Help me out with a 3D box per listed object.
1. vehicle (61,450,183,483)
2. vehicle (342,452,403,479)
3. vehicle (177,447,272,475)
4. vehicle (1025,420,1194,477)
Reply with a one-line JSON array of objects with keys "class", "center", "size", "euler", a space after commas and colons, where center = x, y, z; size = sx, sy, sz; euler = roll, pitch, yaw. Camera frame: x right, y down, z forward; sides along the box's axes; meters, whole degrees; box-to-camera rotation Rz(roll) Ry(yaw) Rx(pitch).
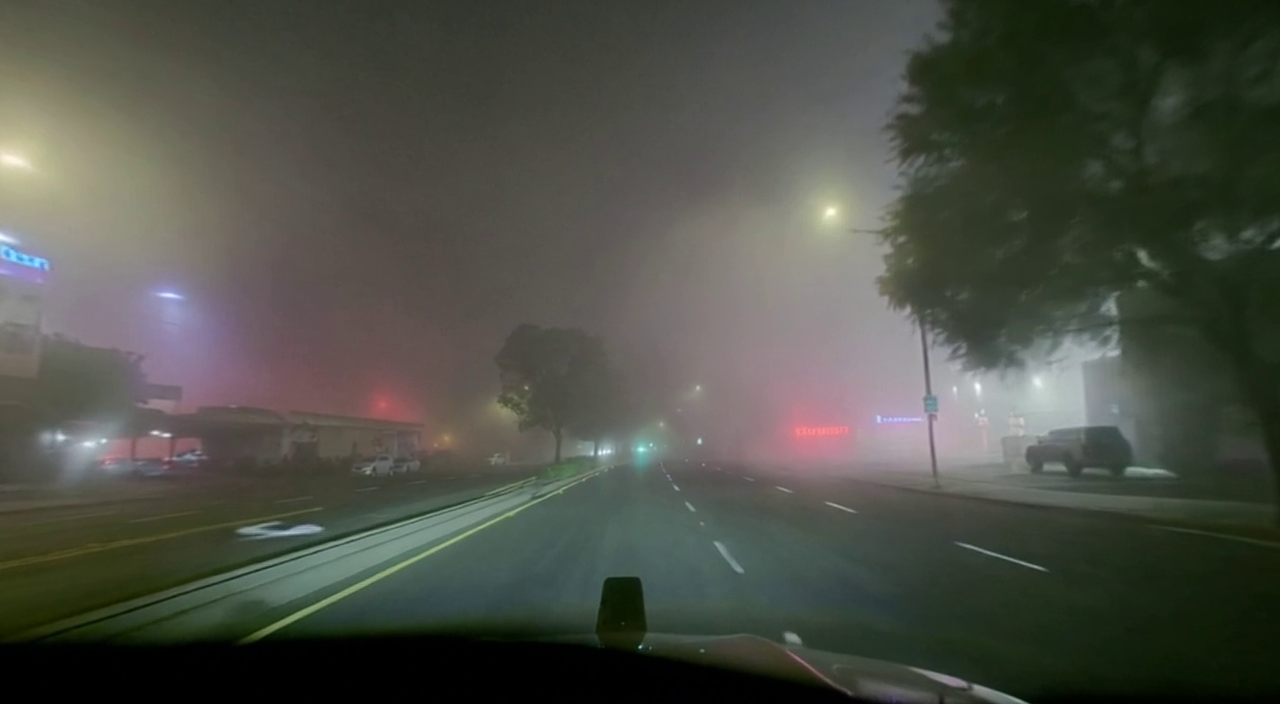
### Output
[{"class": "vehicle", "center": [-27.622, 6.095, 33.591], "size": [4.573, 1.633, 2.016], "euler": [1, -8, -5]}, {"class": "vehicle", "center": [-19.008, 8.039, 44.872], "size": [2.029, 1.785, 4.694], "euler": [0, -9, 3]}, {"class": "vehicle", "center": [-26.926, 7.062, 40.839], "size": [4.472, 1.717, 2.392], "euler": [1, -8, -2]}, {"class": "vehicle", "center": [16.643, 3.488, 22.724], "size": [2.151, 1.814, 5.129], "euler": [0, -9, 1]}]
